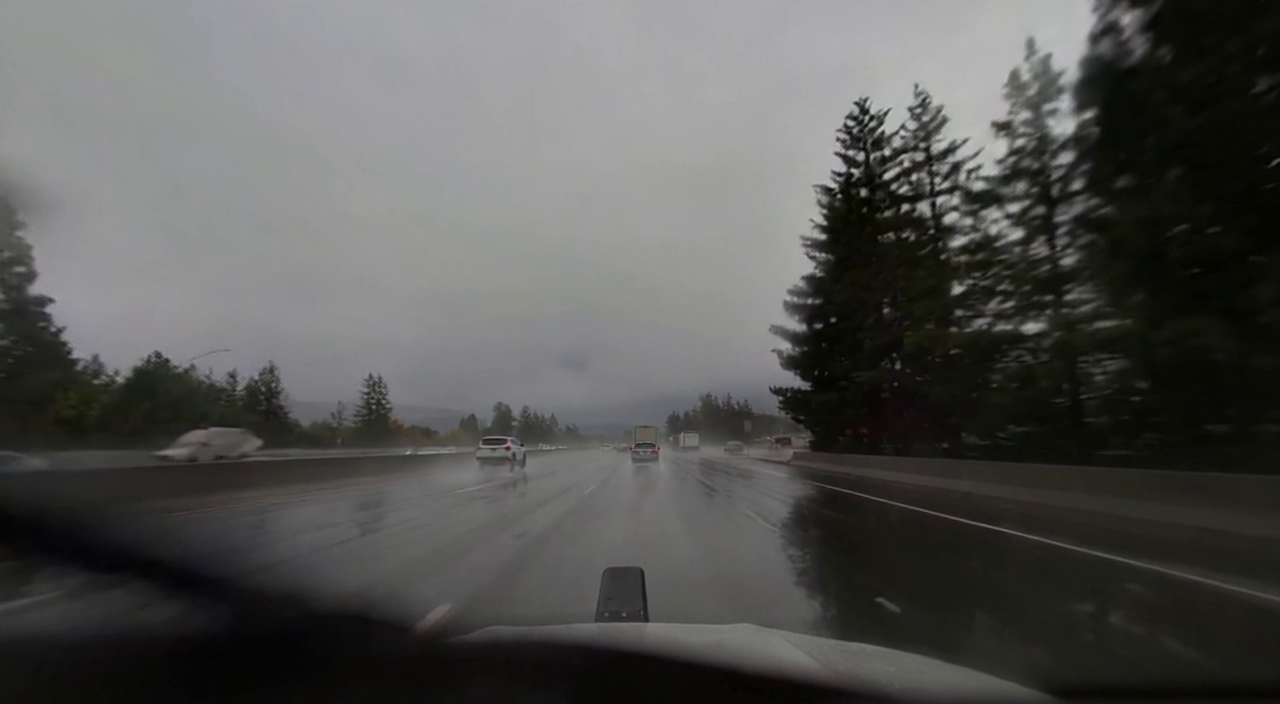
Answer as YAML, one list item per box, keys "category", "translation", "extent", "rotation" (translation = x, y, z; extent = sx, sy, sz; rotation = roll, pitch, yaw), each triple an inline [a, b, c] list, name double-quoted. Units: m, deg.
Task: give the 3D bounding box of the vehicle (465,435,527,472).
- category: "vehicle"
  translation: [-7.455, 5.316, 33.115]
  extent: [2.093, 1.789, 4.399]
  rotation: [0, -8, 1]

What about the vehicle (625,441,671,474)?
- category: "vehicle"
  translation: [0.344, 5.170, 31.204]
  extent: [2.112, 1.482, 4.082]
  rotation: [0, -8, 0]
